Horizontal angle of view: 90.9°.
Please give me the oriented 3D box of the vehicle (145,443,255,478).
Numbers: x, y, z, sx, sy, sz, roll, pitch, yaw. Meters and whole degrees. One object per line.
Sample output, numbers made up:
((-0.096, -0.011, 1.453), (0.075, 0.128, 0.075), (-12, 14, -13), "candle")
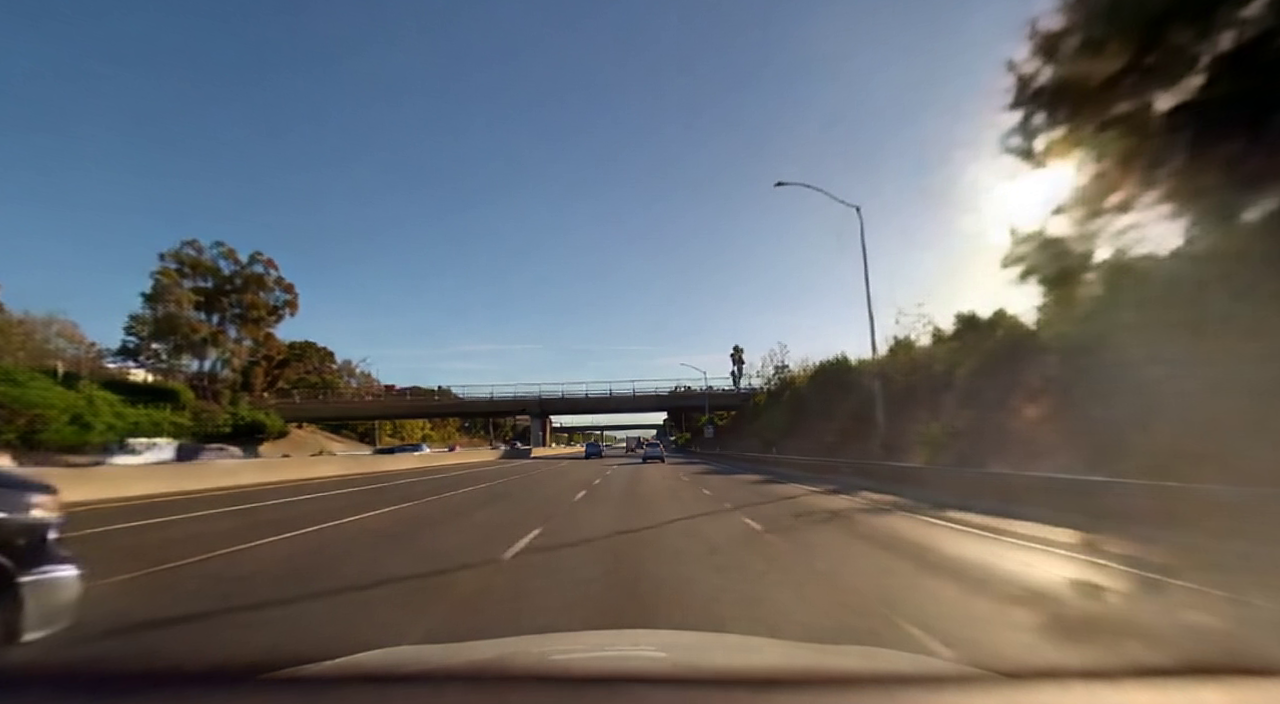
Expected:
((-19.643, 4.847, 28.403), (1.838, 1.449, 4.217), (0, -9, 1), "vehicle")

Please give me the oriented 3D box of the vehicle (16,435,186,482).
((-23.500, 4.657, 27.961), (2.204, 1.850, 5.937), (0, -9, 2), "vehicle")

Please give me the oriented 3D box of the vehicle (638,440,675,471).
((0.945, 6.004, 36.833), (2.010, 1.637, 4.940), (0, -9, 1), "vehicle")
